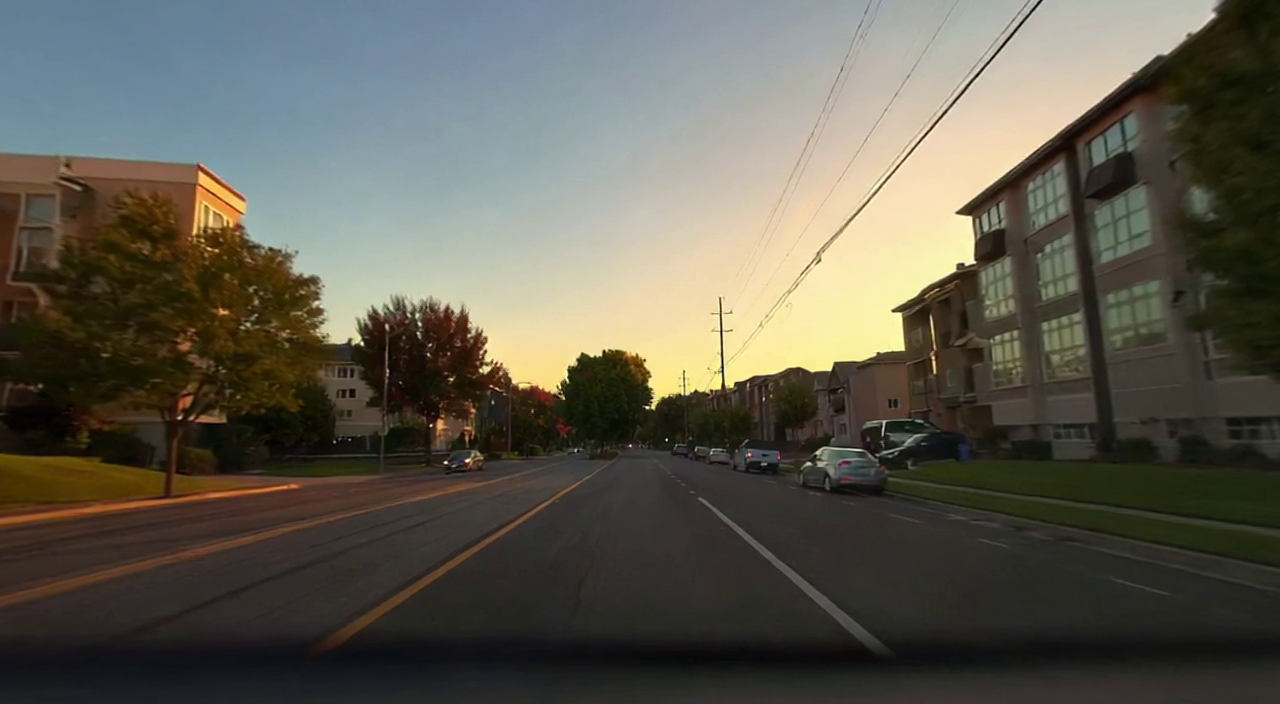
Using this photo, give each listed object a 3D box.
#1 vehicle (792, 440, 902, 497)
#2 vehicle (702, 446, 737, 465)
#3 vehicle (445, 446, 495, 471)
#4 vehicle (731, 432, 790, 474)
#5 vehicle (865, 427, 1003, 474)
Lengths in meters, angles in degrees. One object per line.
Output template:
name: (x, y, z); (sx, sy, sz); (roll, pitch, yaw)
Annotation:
vehicle: (6.174, 3.508, 19.422); (1.914, 1.517, 4.320); (0, -8, 0)
vehicle: (6.148, 8.047, 49.370); (2.013, 1.408, 5.011); (0, -9, -1)
vehicle: (-10.581, 6.628, 39.621); (1.847, 1.460, 4.294); (-1, -8, 1)
vehicle: (6.342, 5.434, 34.171); (2.267, 2.037, 6.240); (-1, -9, 3)
vehicle: (12.987, 4.385, 28.086); (5.117, 1.723, 1.968); (-2, -9, -5)
